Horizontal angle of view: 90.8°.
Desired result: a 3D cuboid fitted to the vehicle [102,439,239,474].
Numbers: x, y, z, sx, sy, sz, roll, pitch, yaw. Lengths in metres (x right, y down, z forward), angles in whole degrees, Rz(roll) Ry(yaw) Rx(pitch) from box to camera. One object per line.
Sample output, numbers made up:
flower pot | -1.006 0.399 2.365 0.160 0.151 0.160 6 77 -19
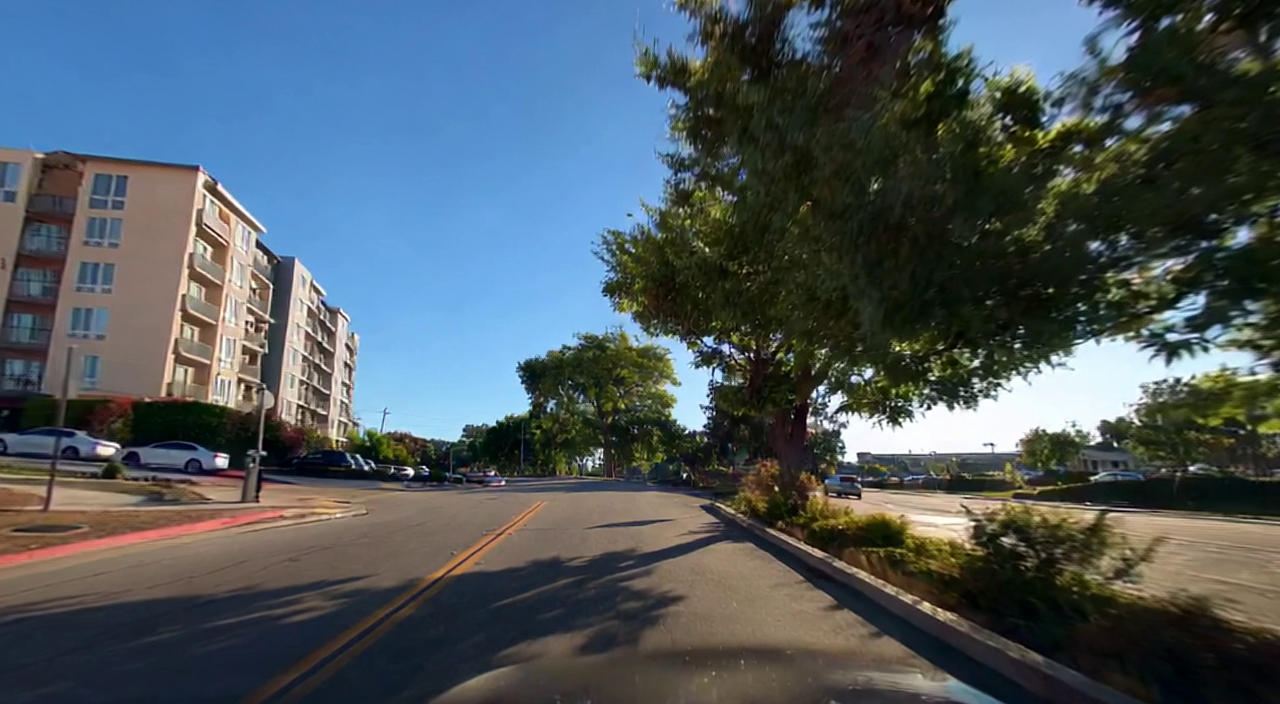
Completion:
vehicle | -19.941 4.430 26.954 4.322 1.436 1.827 0 -8 -1

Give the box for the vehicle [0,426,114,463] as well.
vehicle | -25.478 3.940 26.933 4.393 1.478 1.776 0 -8 -3
